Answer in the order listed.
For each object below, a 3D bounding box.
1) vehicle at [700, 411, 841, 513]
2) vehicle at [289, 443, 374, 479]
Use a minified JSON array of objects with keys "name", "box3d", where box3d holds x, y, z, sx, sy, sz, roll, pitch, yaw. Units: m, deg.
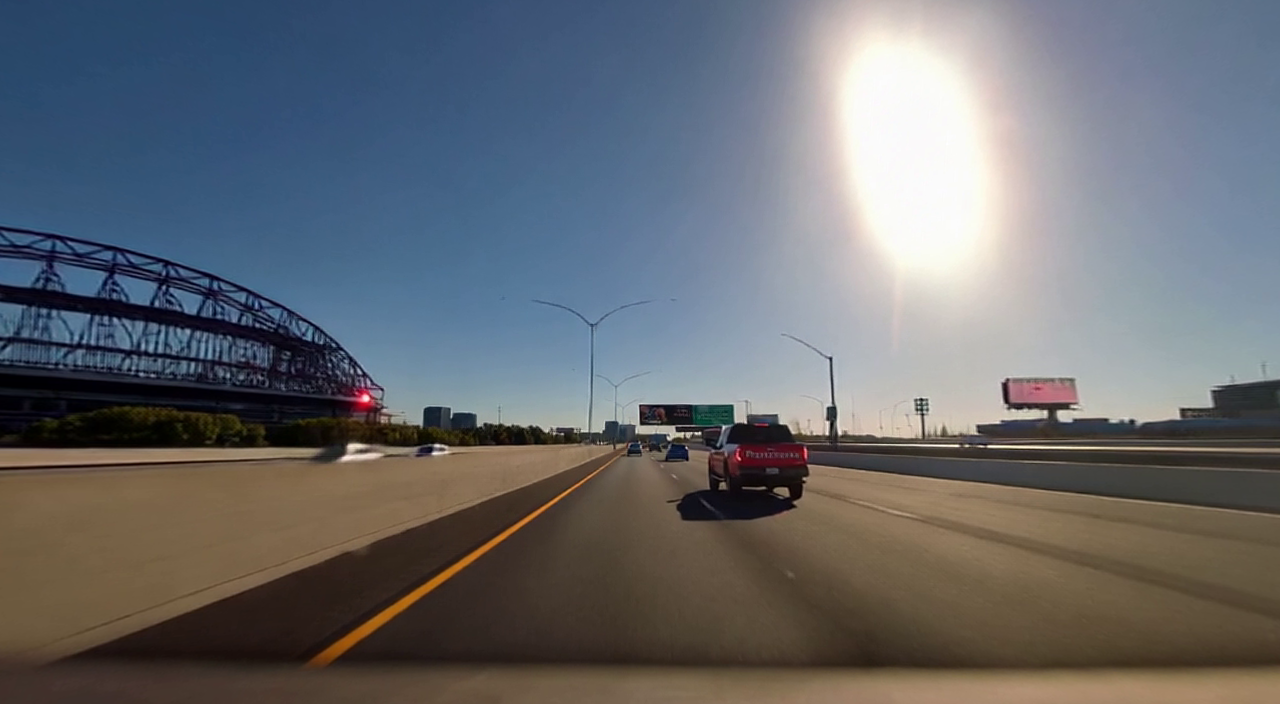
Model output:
[{"name":"vehicle","box3d":[2.824,2.544,15.059,2.199,2.002,4.970,0,-9,-1]},{"name":"vehicle","box3d":[-14.894,5.246,30.785,1.905,1.599,4.490,0,-9,-1]}]
